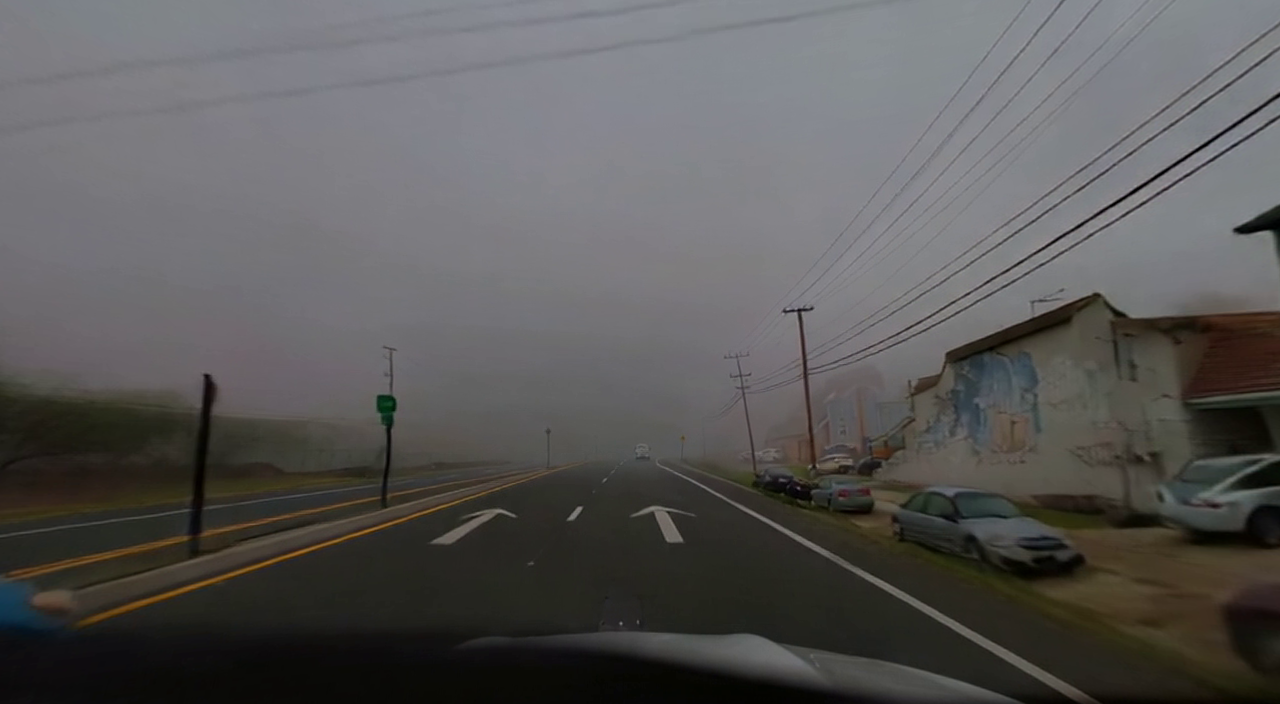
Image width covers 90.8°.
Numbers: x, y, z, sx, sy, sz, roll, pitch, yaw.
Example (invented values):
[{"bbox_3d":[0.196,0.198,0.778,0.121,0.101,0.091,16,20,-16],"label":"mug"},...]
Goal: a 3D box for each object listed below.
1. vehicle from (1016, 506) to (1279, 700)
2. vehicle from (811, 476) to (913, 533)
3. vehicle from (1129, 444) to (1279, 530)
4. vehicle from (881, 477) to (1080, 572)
[{"bbox_3d":[6.893,2.853,7.975,1.797,1.401,4.088,0,-9,1],"label":"vehicle"},{"bbox_3d":[7.098,4.895,20.652,1.849,1.439,4.143,0,-9,1],"label":"vehicle"},{"bbox_3d":[15.249,3.239,15.501,4.798,1.934,1.908,0,-9,0],"label":"vehicle"},{"bbox_3d":[6.905,3.498,13.417,1.838,1.475,4.152,0,-9,-1],"label":"vehicle"}]
